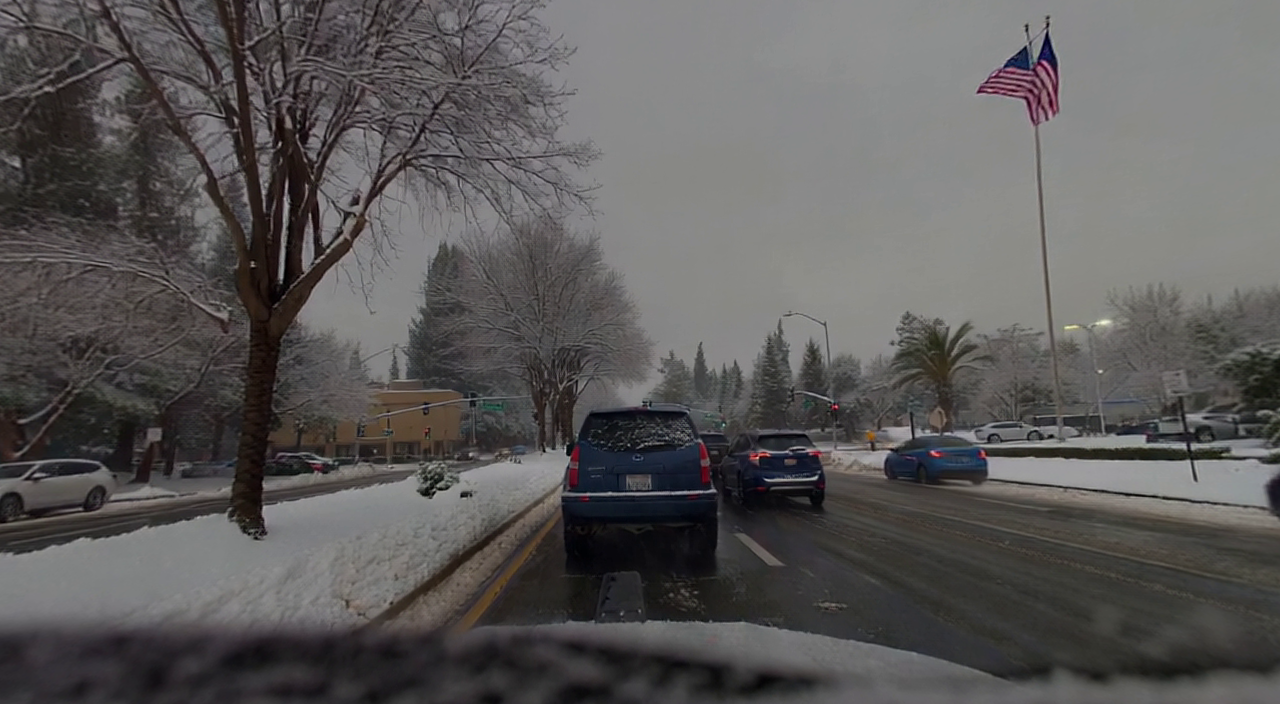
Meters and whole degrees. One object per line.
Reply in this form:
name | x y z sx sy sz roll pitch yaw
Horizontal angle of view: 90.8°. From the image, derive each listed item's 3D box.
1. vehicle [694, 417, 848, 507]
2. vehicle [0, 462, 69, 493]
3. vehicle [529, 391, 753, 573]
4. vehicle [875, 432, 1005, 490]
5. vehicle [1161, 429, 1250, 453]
vehicle | 3.249 2.976 17.566 2.773 2.021 6.212 0 -9 -2
vehicle | -45.835 9.052 45.745 6.410 2.078 2.584 0 -9 0
vehicle | -0.065 1.732 9.144 2.402 1.938 4.535 0 -9 -2
vehicle | 10.098 3.692 21.751 2.155 1.779 4.582 0 -9 -1
vehicle | 36.417 5.748 40.838 1.839 1.455 4.395 -1 -9 3
